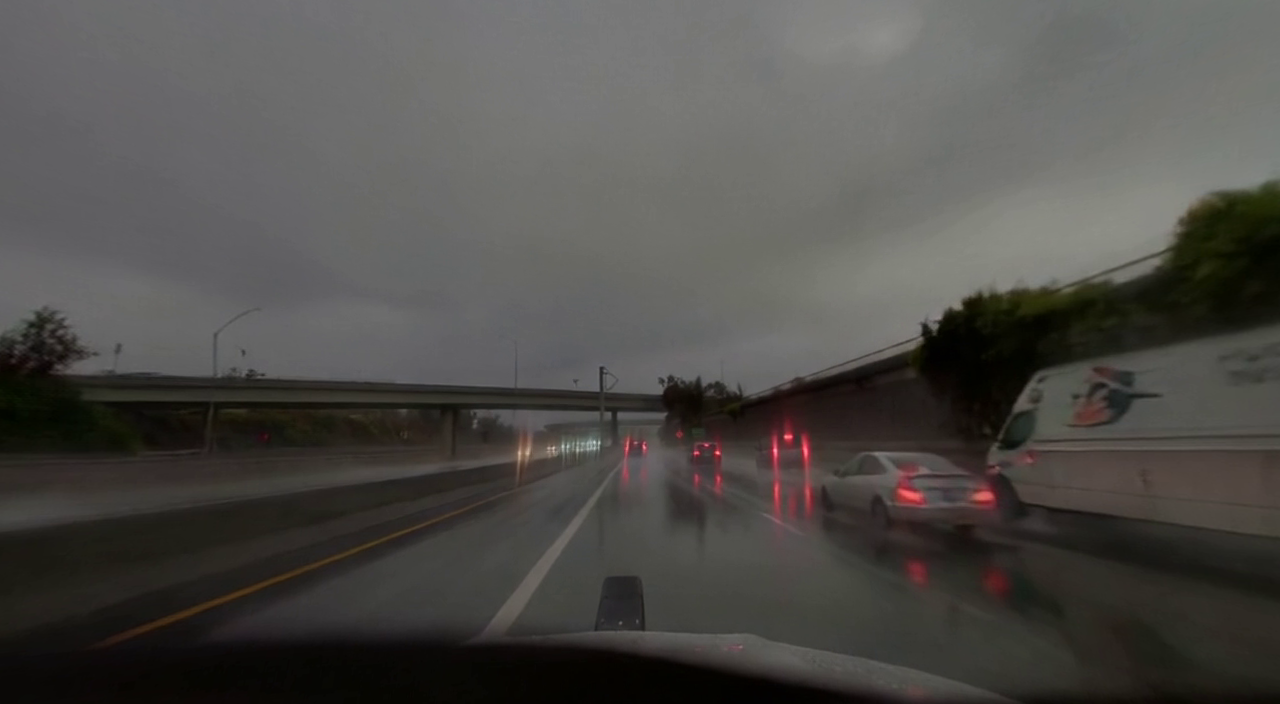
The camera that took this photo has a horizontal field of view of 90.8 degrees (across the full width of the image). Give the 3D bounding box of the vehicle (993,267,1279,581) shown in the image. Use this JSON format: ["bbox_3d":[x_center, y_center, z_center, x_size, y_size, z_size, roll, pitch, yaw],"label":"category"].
[{"bbox_3d":[8.064,0.948,7.855,2.866,3.233,7.345,1,-9,-2],"label":"vehicle"}]

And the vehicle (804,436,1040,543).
[{"bbox_3d":[4.433,2.212,10.890,1.971,1.453,4.414,0,-8,-1],"label":"vehicle"}]

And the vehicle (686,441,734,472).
[{"bbox_3d":[3.849,5.870,35.733,2.005,1.585,4.863,0,-8,-2],"label":"vehicle"}]

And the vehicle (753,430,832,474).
[{"bbox_3d":[7.676,5.126,32.635,2.448,2.042,5.959,0,-8,-1],"label":"vehicle"}]

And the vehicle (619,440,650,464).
[{"bbox_3d":[-0.472,7.678,48.441,2.256,1.743,4.189,0,-8,-1],"label":"vehicle"}]
